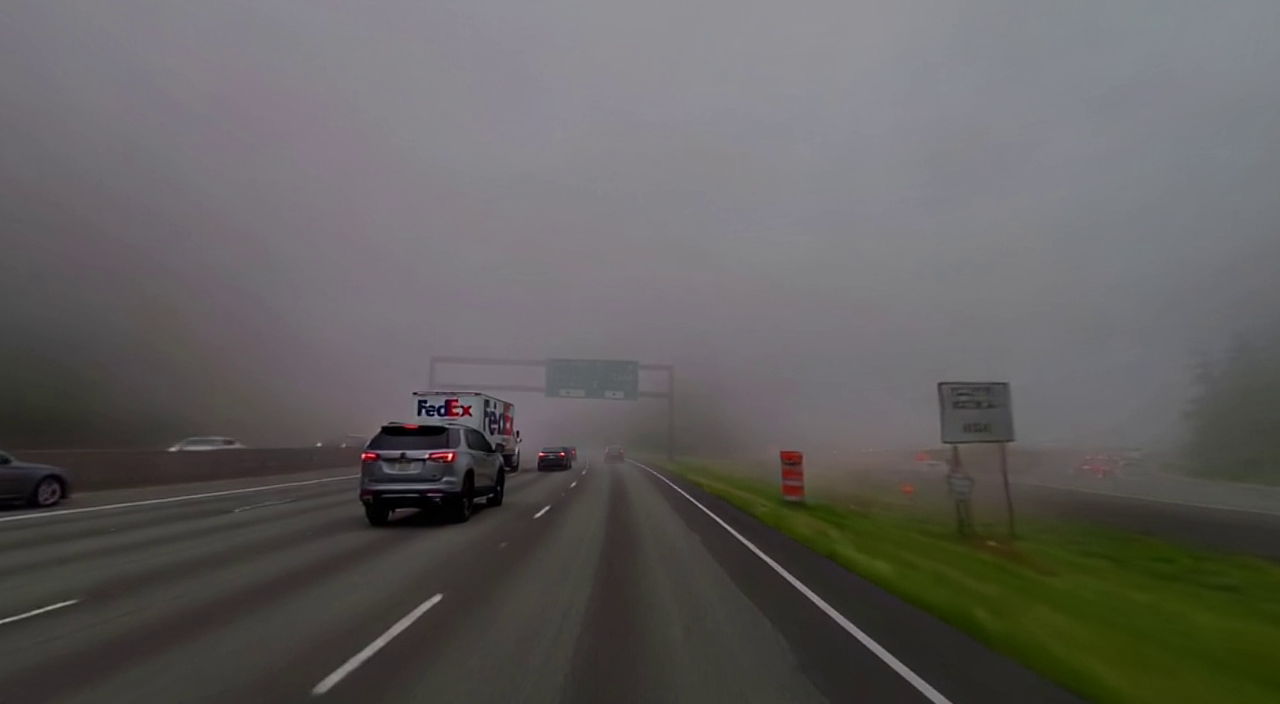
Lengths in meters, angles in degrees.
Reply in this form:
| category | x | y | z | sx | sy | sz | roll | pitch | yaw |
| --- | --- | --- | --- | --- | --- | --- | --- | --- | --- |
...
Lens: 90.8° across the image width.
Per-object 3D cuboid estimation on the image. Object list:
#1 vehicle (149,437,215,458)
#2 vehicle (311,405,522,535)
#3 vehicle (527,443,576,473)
| category | x | y | z | sx | sy | sz | roll | pitch | yaw |
| --- | --- | --- | --- | --- | --- | --- | --- | --- | --- |
| vehicle | -35.474 | 7.402 | 49.088 | 1.841 | 1.521 | 4.545 | 1 | -9 | -3 |
| vehicle | -3.684 | 2.067 | 11.556 | 2.170 | 1.886 | 4.628 | 0 | -9 | -1 |
| vehicle | -4.709 | 5.688 | 34.130 | 2.192 | 1.478 | 4.591 | 0 | -9 | -3 |
